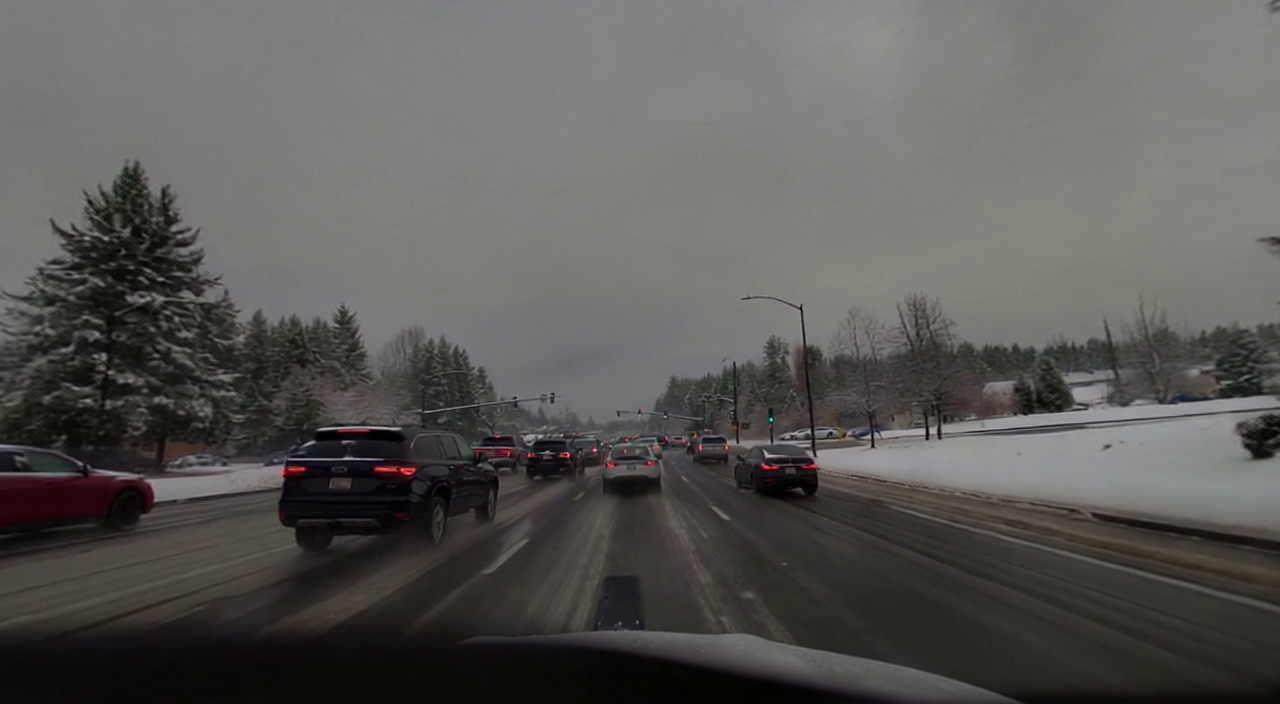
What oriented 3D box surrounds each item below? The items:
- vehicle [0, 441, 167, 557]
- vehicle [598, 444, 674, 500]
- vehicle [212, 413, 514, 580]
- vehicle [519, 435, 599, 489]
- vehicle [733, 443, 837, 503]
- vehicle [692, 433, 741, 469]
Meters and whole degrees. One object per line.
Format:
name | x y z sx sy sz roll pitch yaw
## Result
vehicle | -9.315 1.965 8.616 2.146 1.480 4.589 0 -8 0
vehicle | -0.086 3.536 19.119 2.030 1.477 4.330 0 -8 1
vehicle | -3.463 1.922 9.385 2.111 1.745 5.274 0 -8 0
vehicle | -2.935 4.129 24.023 2.218 1.829 4.492 -1 -8 3
vehicle | 3.894 3.311 17.758 1.884 1.463 4.195 0 -8 -1
vehicle | 4.119 5.450 34.836 2.099 1.845 4.363 0 -8 -1
